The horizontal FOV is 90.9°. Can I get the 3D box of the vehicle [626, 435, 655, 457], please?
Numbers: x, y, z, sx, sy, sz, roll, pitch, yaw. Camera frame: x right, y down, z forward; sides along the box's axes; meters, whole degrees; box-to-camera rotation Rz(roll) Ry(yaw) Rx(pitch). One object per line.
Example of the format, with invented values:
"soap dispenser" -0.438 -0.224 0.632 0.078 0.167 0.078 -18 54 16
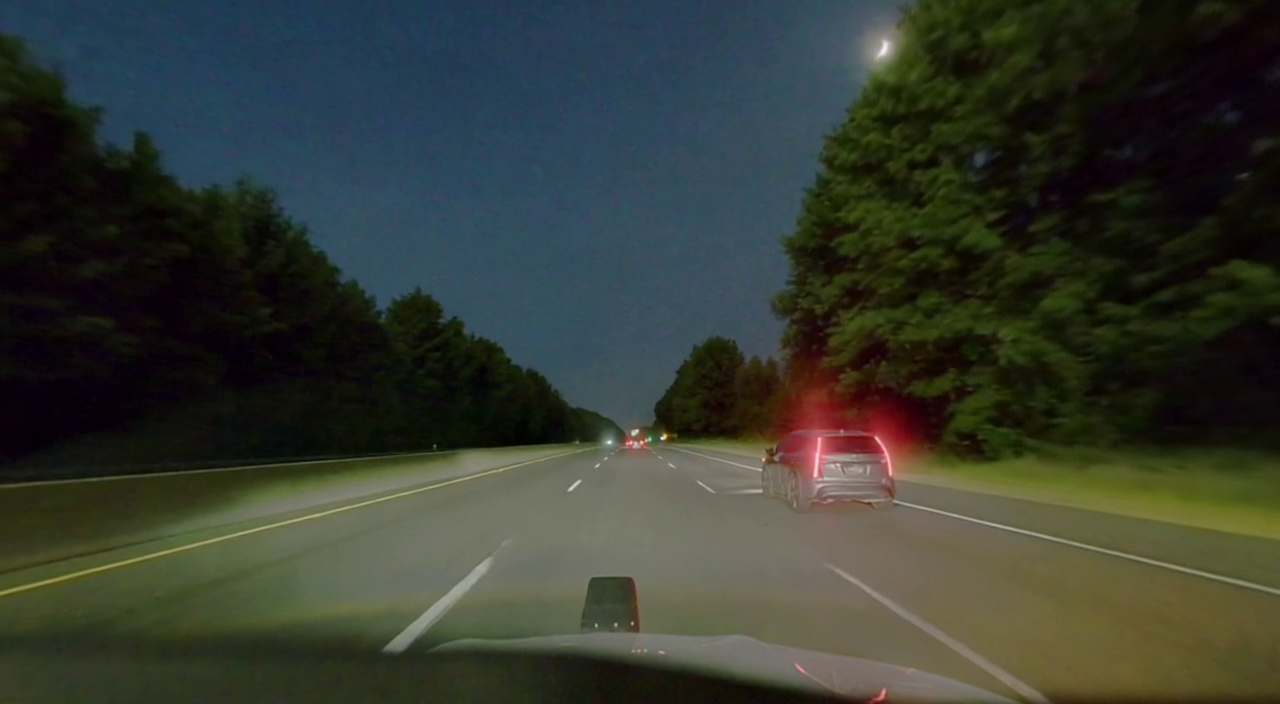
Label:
"vehicle" -0.014 7.336 49.386 2.094 1.653 4.283 0 -8 -2
